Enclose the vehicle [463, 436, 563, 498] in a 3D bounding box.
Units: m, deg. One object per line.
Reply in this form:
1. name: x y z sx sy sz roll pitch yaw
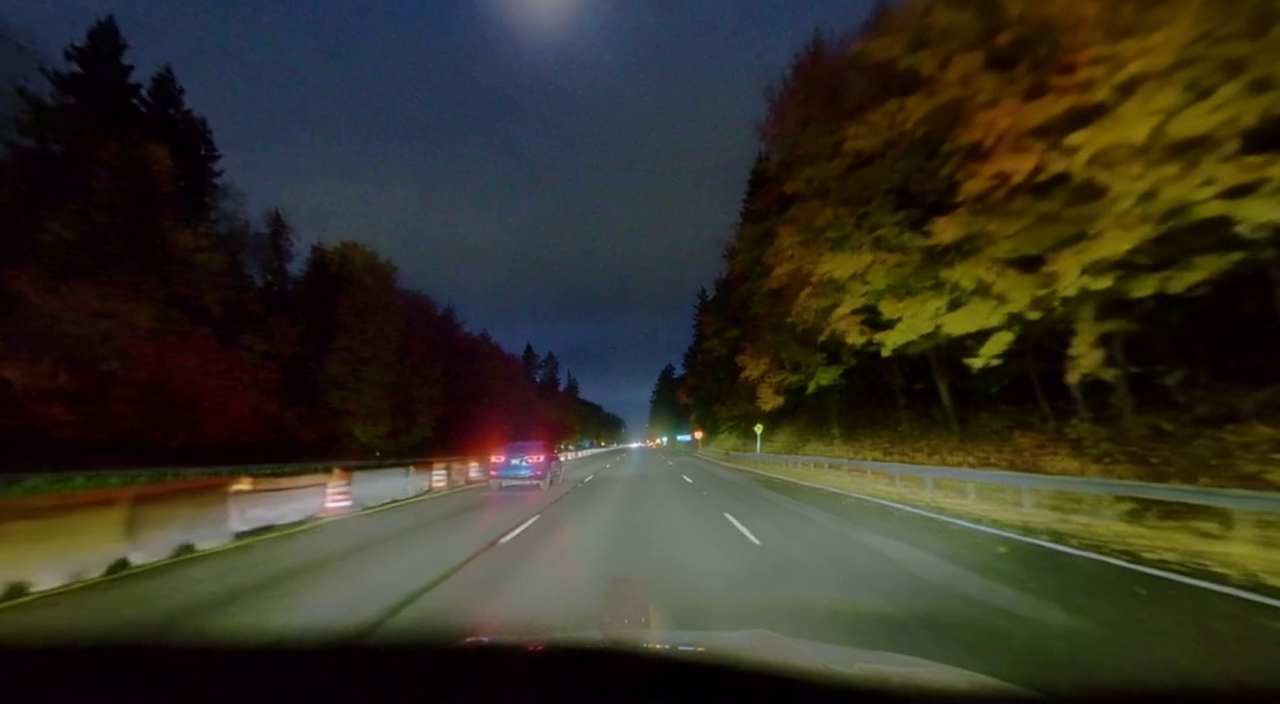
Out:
1. vehicle: -3.374 3.136 17.532 1.902 1.505 4.016 0 -8 1
